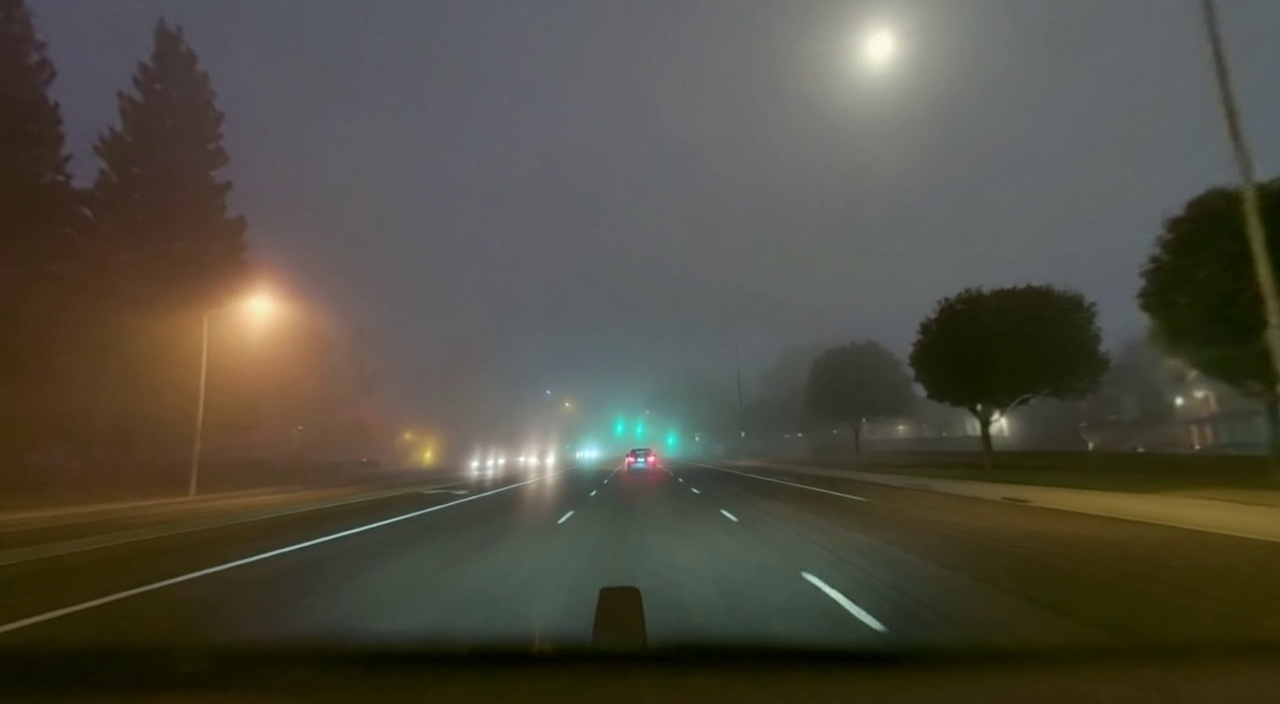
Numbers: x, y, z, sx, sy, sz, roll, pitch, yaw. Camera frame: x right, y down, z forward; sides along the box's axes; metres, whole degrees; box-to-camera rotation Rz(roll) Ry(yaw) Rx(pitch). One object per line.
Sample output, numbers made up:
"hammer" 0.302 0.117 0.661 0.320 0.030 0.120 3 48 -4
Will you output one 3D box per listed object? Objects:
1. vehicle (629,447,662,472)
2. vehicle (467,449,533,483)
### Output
"vehicle" 0.364 7.124 41.906 2.106 1.517 4.375 0 -9 0
"vehicle" -6.457 5.316 29.583 2.014 1.472 4.357 0 -9 2
